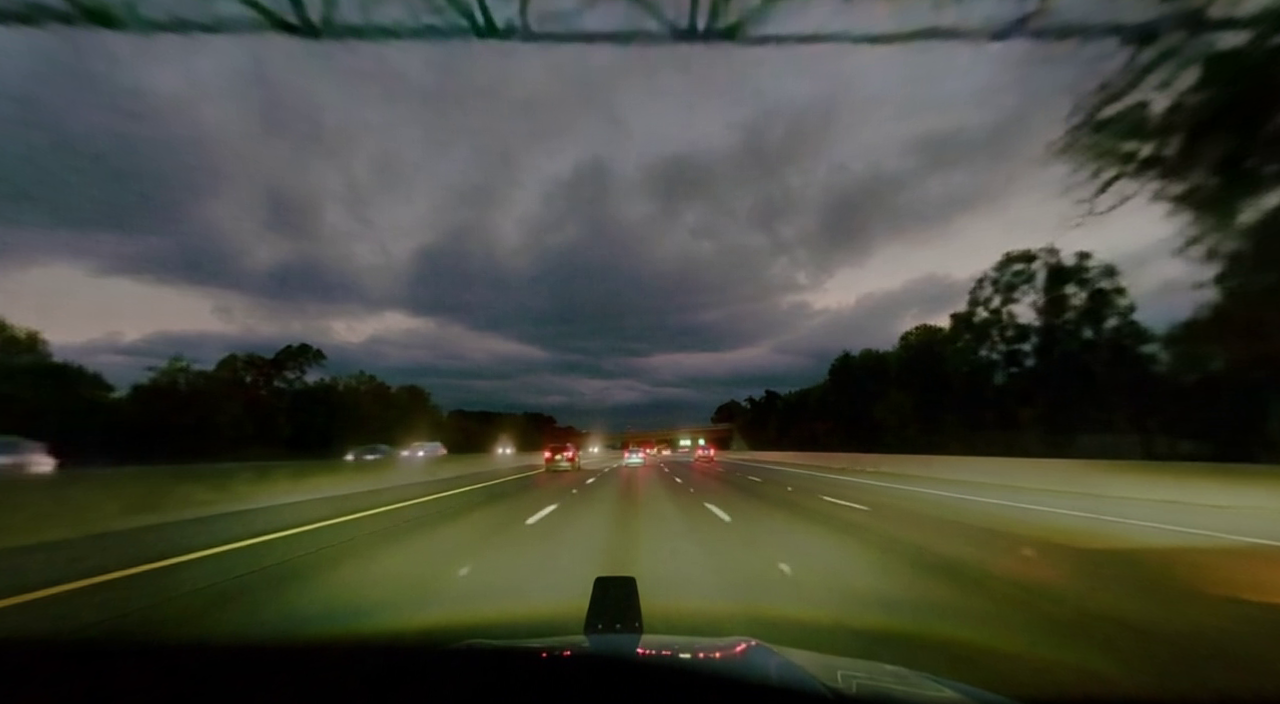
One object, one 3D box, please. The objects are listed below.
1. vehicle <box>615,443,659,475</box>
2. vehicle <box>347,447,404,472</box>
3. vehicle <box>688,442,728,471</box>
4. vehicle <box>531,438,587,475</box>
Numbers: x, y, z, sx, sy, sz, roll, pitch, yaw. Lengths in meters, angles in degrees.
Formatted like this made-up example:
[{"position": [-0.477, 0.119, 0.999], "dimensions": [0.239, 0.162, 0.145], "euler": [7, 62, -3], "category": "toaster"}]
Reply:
[{"position": [-0.127, 5.419, 32.256], "dimensions": [2.075, 1.486, 4.007], "euler": [0, -9, 0], "category": "vehicle"}, {"position": [-16.447, 6.680, 39.493], "dimensions": [1.841, 1.476, 3.867], "euler": [0, -9, 0], "category": "vehicle"}, {"position": [4.029, 6.226, 37.954], "dimensions": [1.936, 1.625, 3.991], "euler": [0, -9, 0], "category": "vehicle"}, {"position": [-4.031, 5.286, 32.182], "dimensions": [2.113, 1.756, 4.471], "euler": [0, -9, 2], "category": "vehicle"}]
